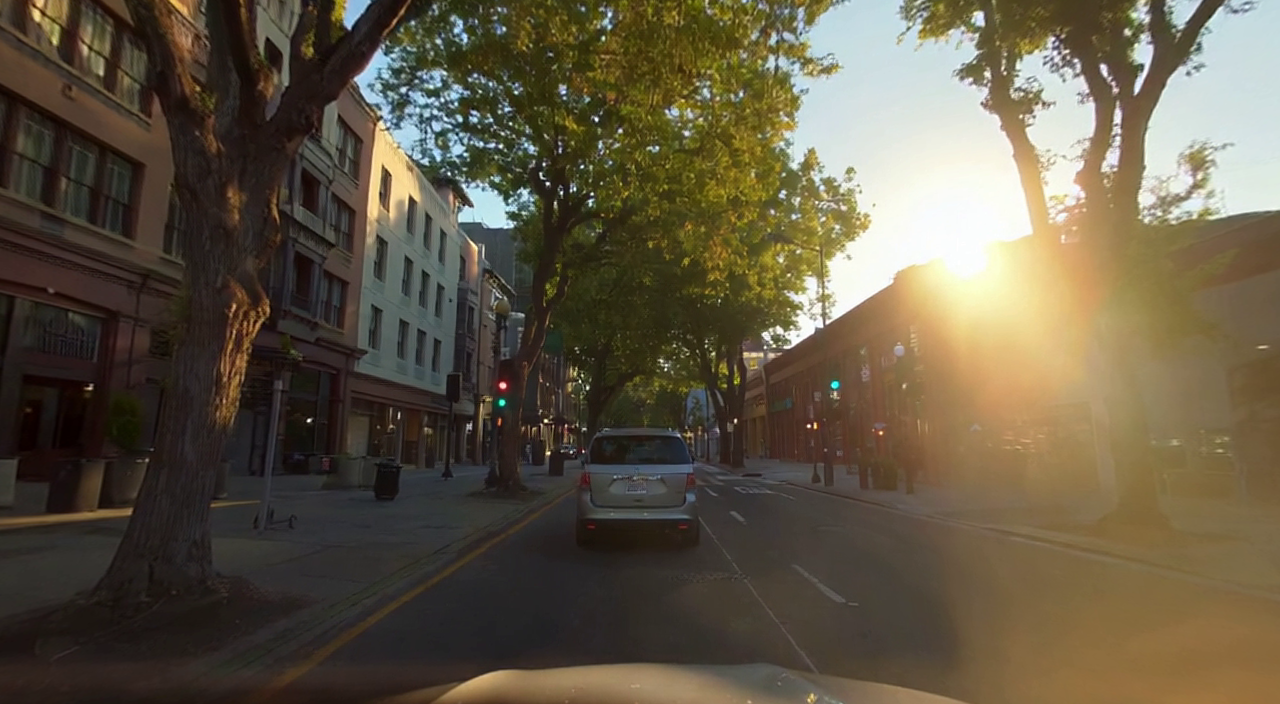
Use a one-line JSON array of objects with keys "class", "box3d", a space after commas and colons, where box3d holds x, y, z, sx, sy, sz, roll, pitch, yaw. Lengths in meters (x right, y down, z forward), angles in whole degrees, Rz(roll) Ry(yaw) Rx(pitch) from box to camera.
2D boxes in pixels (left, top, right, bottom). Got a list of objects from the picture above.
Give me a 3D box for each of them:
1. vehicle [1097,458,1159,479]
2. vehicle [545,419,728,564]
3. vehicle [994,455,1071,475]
[{"class": "vehicle", "box3d": [36.980, 8.819, 47.798, 3.445, 1.363, 1.608, 2, -8, -1]}, {"class": "vehicle", "box3d": [-0.083, 1.873, 9.147, 2.079, 1.621, 3.861, 0, -8, -1]}, {"class": "vehicle", "box3d": [29.783, 8.584, 47.918, 4.668, 1.441, 1.904, 1, -9, -6]}]
